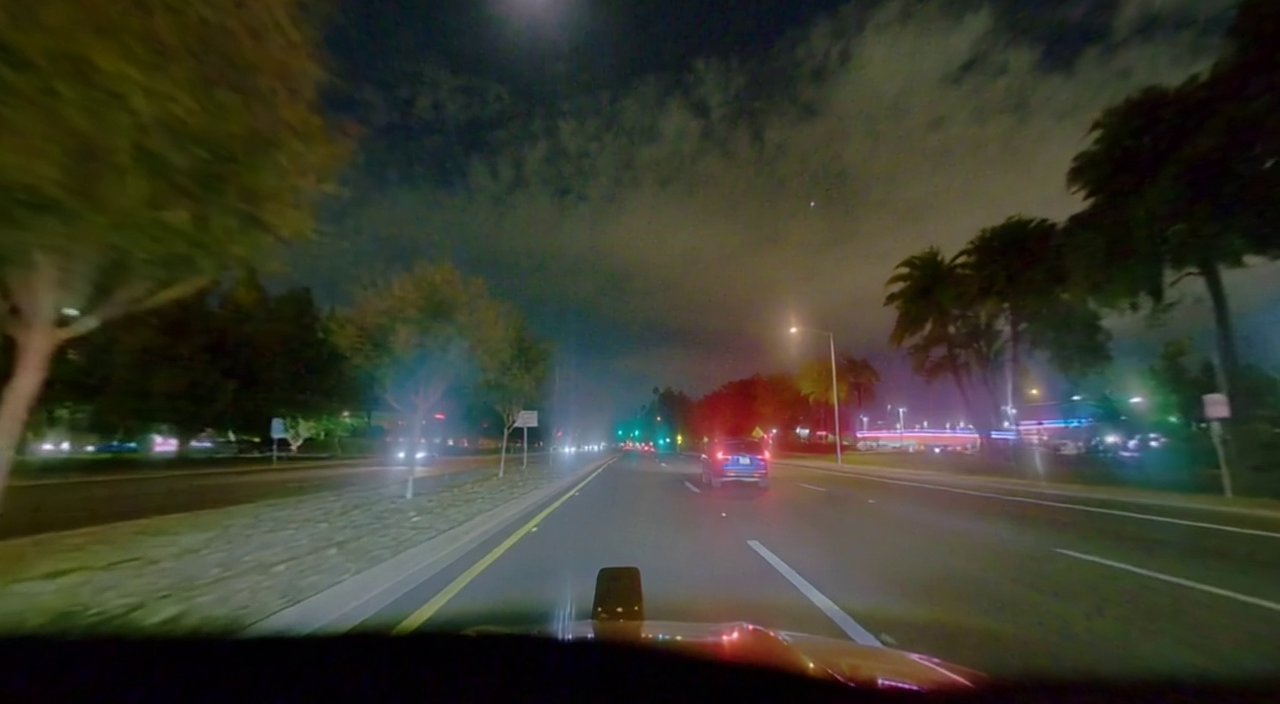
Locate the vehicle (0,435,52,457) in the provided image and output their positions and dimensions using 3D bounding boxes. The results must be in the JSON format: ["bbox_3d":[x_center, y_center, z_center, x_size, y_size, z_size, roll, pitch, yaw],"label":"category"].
[{"bbox_3d":[-44.159,6.575,44.086,4.211,1.491,2.000,0,-8,0],"label":"vehicle"}]

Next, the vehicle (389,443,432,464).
[{"bbox_3d":[-17.871,7.911,49.389,1.764,1.476,4.349,0,-8,0],"label":"vehicle"}]

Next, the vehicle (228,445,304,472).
[{"bbox_3d":[-22.091,6.293,37.540,1.813,1.484,4.374,0,-8,1],"label":"vehicle"}]

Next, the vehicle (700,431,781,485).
[{"bbox_3d":[3.432,3.719,22.418,2.072,1.696,4.177,1,-8,-2],"label":"vehicle"}]
